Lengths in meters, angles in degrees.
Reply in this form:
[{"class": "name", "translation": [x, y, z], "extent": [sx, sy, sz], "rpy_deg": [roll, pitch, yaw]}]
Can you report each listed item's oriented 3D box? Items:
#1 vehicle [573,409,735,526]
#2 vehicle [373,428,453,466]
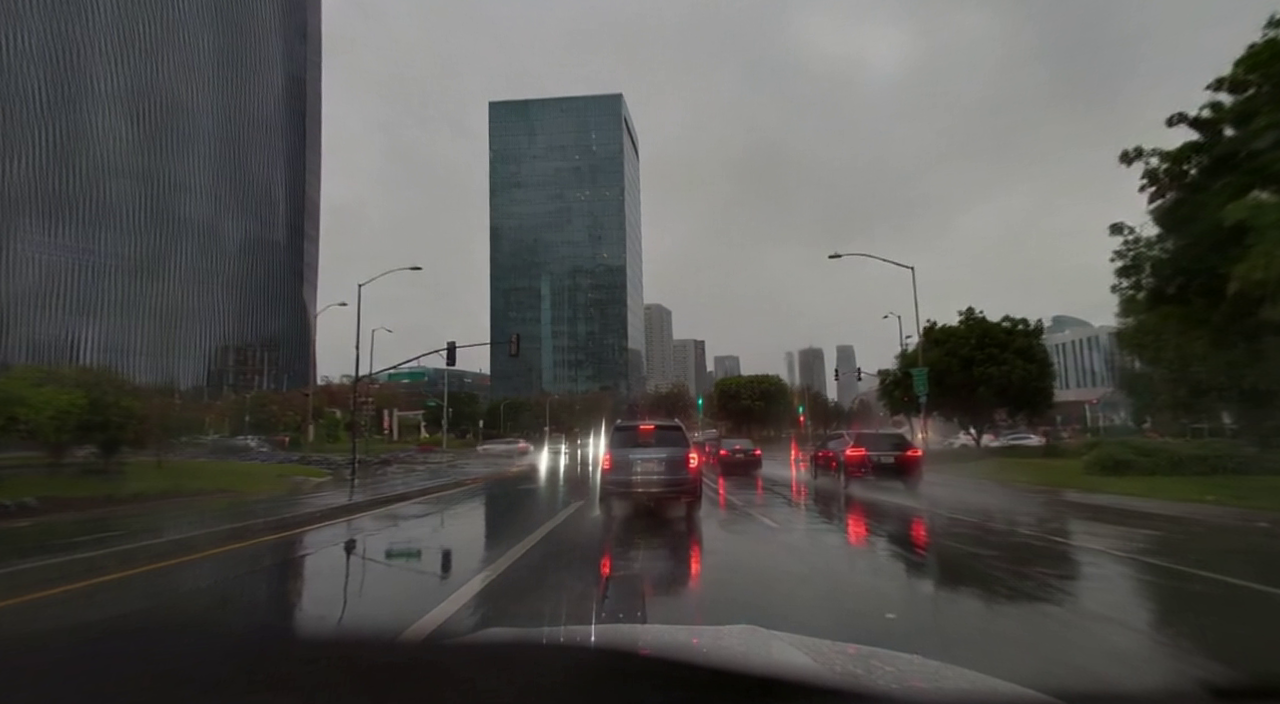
[{"class": "vehicle", "translation": [0.237, 2.219, 12.518], "extent": [2.601, 1.878, 4.535], "rpy_deg": [0, -9, 0]}, {"class": "vehicle", "translation": [-15.310, 6.346, 42.197], "extent": [2.717, 2.310, 6.448], "rpy_deg": [8, -11, -41]}]
